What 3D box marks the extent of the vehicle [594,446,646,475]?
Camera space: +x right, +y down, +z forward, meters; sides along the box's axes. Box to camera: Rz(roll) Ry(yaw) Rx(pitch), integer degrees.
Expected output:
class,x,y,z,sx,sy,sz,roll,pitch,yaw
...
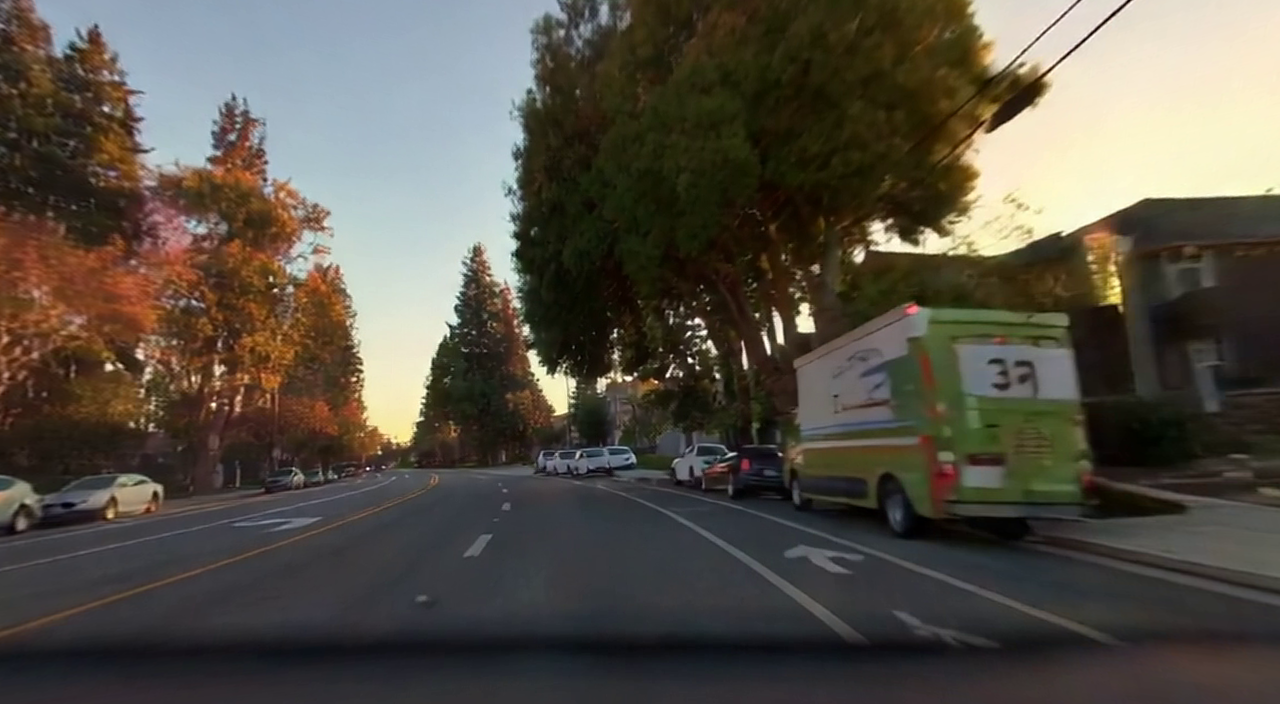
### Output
class,x,y,z,sx,sy,sz,roll,pitch,yaw
vehicle,-1.231,6.180,36.206,2.041,1.520,4.674,2,-9,-14

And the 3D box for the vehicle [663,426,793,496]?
class,x,y,z,sx,sy,sz,roll,pitch,yaw
vehicle,2.553,3.445,20.346,2.251,1.868,6.178,2,-9,-11

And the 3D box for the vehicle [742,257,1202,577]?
class,x,y,z,sx,sy,sz,roll,pitch,yaw
vehicle,4.083,1.191,10.399,2.918,3.319,7.595,1,-8,-5

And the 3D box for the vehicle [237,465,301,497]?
class,x,y,z,sx,sy,sz,roll,pitch,yaw
vehicle,-21.583,7.480,36.710,1.949,1.456,4.497,1,-7,-13

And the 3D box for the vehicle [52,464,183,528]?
class,x,y,z,sx,sy,sz,roll,pitch,yaw
vehicle,-18.441,5.038,22.414,1.934,1.733,3.921,-4,-8,-11
